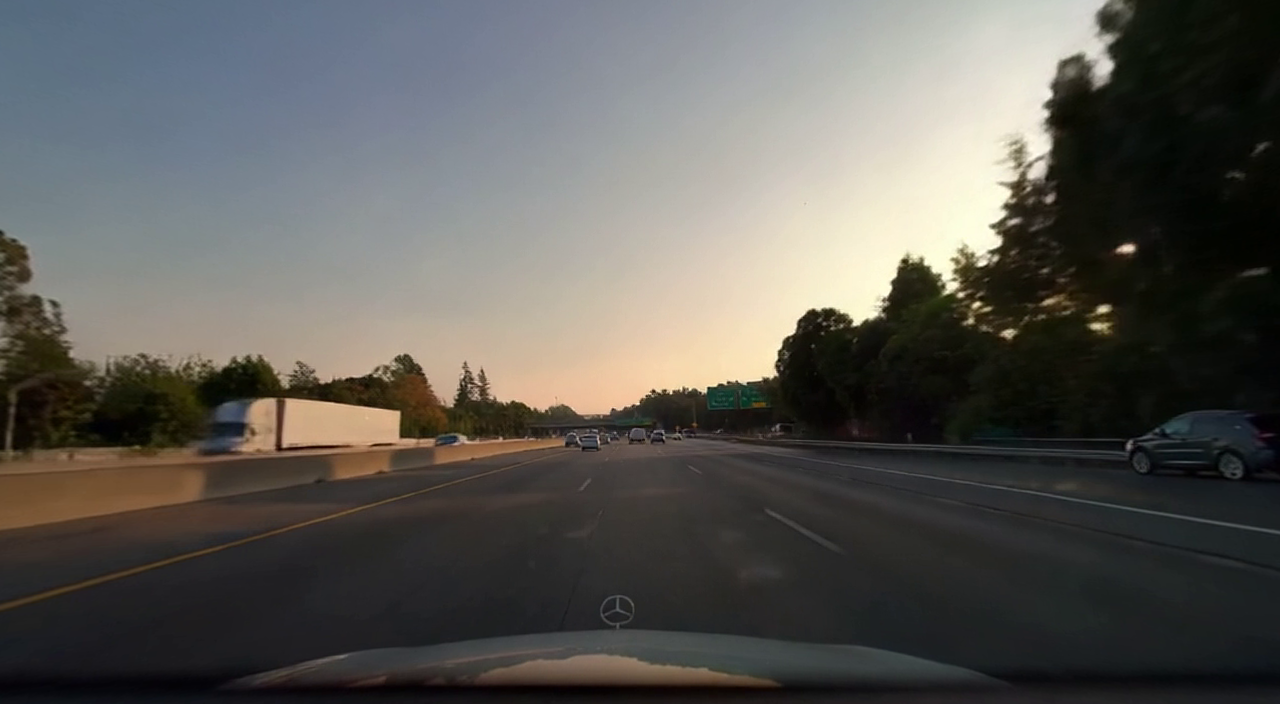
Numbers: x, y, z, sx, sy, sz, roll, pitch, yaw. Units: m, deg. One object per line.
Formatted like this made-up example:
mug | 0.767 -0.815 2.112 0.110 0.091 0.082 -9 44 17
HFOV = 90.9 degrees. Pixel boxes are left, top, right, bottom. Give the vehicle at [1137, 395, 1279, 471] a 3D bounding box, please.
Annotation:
vehicle | 22.475 3.093 23.868 2.232 2.540 6.015 0 -8 -1

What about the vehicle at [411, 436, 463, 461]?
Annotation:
vehicle | -12.463 5.929 38.963 1.993 1.479 3.872 0 -8 -1

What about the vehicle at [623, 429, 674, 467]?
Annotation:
vehicle | 0.310 4.312 28.489 2.086 1.554 3.875 0 -8 -2

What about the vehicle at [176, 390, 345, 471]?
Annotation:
vehicle | -20.110 4.375 34.611 2.981 3.787 10.363 0 -8 -1

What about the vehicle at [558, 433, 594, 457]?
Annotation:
vehicle | -4.195 6.144 41.856 2.014 1.471 4.380 0 -8 -1
